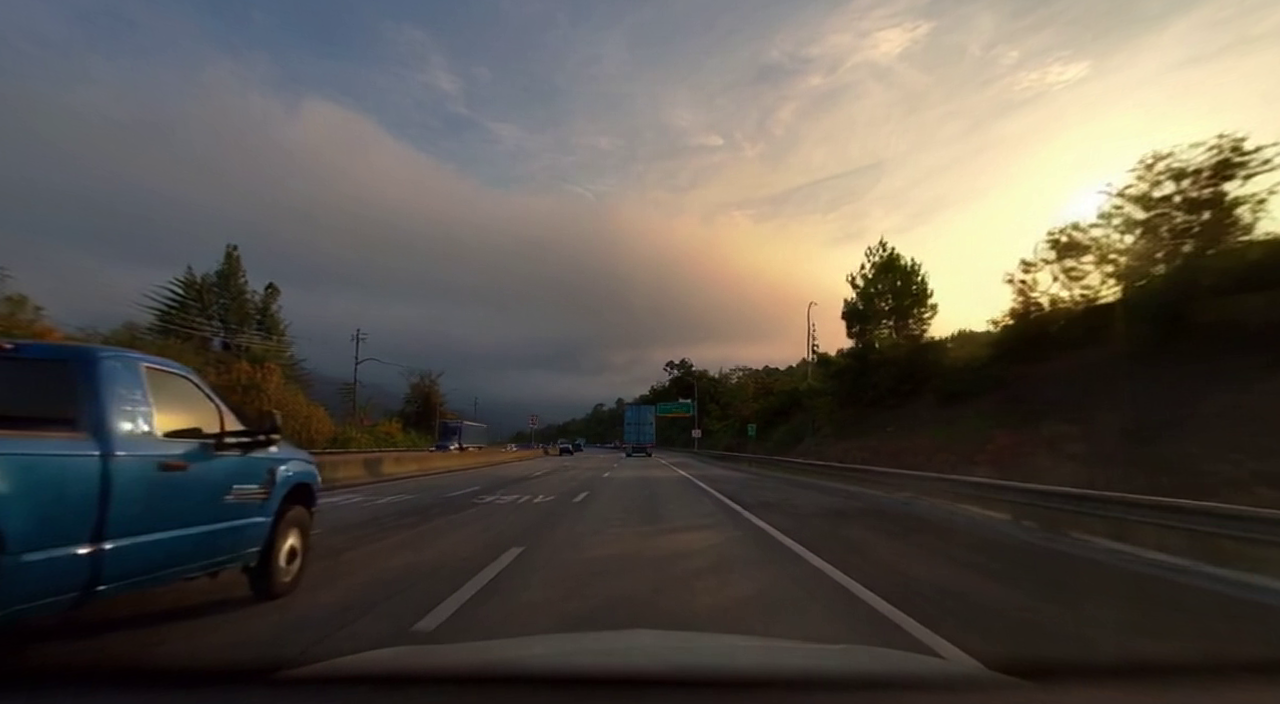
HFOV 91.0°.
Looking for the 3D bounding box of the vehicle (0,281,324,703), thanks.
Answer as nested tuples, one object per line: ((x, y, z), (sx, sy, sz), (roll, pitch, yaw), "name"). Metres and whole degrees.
((-3.646, 0.636, 2.927), (2.044, 1.740, 4.361), (0, -9, 0), "vehicle")
